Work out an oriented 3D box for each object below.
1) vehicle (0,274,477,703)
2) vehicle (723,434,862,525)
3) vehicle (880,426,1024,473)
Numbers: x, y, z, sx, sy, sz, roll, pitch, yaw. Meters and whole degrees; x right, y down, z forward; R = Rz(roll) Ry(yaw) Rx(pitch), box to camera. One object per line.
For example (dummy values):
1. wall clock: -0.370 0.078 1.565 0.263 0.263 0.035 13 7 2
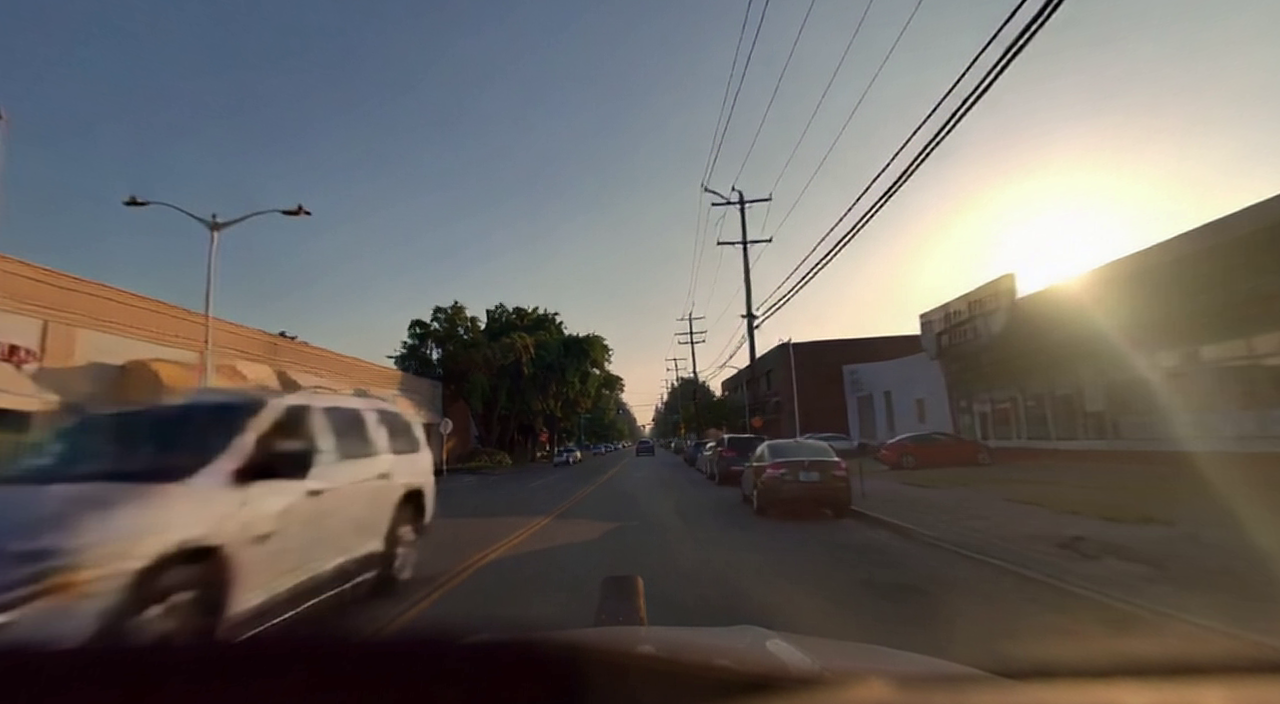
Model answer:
1. vehicle: -2.828 1.030 4.709 2.115 2.065 4.452 0 -9 -1
2. vehicle: 2.941 2.490 13.112 2.261 1.503 4.695 -2 -8 9
3. vehicle: 10.669 3.377 21.859 3.944 1.476 1.852 -1 -10 1
